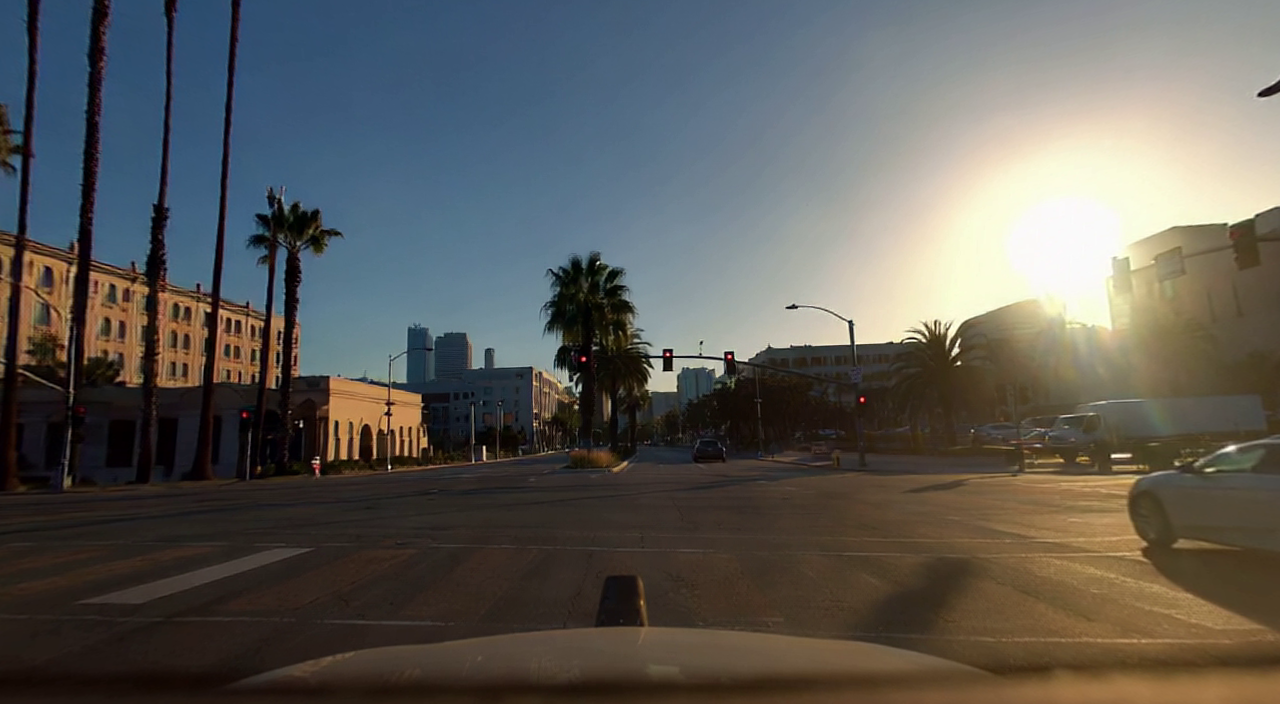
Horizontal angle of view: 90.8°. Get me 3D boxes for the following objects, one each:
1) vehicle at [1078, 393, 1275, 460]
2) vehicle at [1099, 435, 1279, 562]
[{"bbox_3d":[32.613,4.726,39.339,2.863,3.609,10.252,0,-8,-3],"label":"vehicle"},{"bbox_3d":[8.461,1.756,7.667,2.003,1.475,4.520,1,-9,-8],"label":"vehicle"}]
